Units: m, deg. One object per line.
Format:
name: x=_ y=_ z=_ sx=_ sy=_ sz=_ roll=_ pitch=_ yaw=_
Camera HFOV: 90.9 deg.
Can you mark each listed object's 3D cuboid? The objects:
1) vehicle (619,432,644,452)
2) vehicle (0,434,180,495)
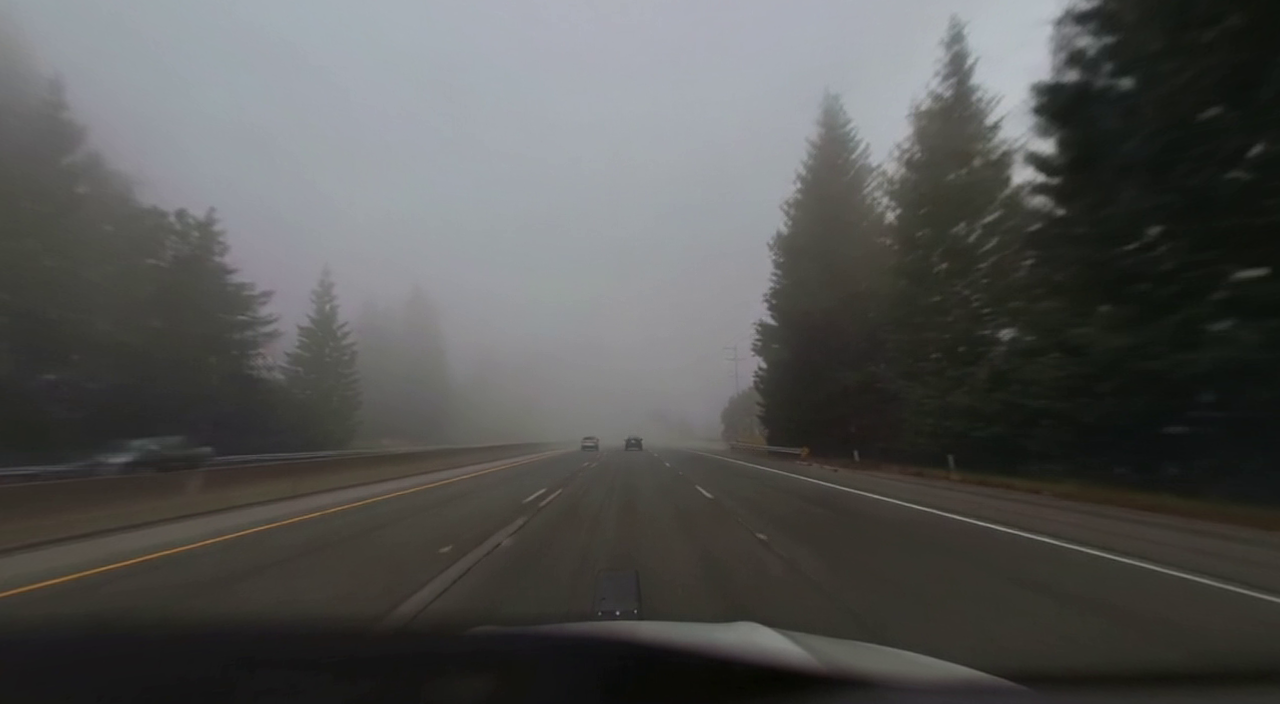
vehicle: x=-0.662 y=7.109 z=49.753 sx=1.890 sy=1.472 sz=3.716 roll=0 pitch=-8 yaw=-1
vehicle: x=-17.364 y=3.459 z=20.050 sx=1.963 sy=1.688 sz=4.677 roll=0 pitch=-8 yaw=-1
